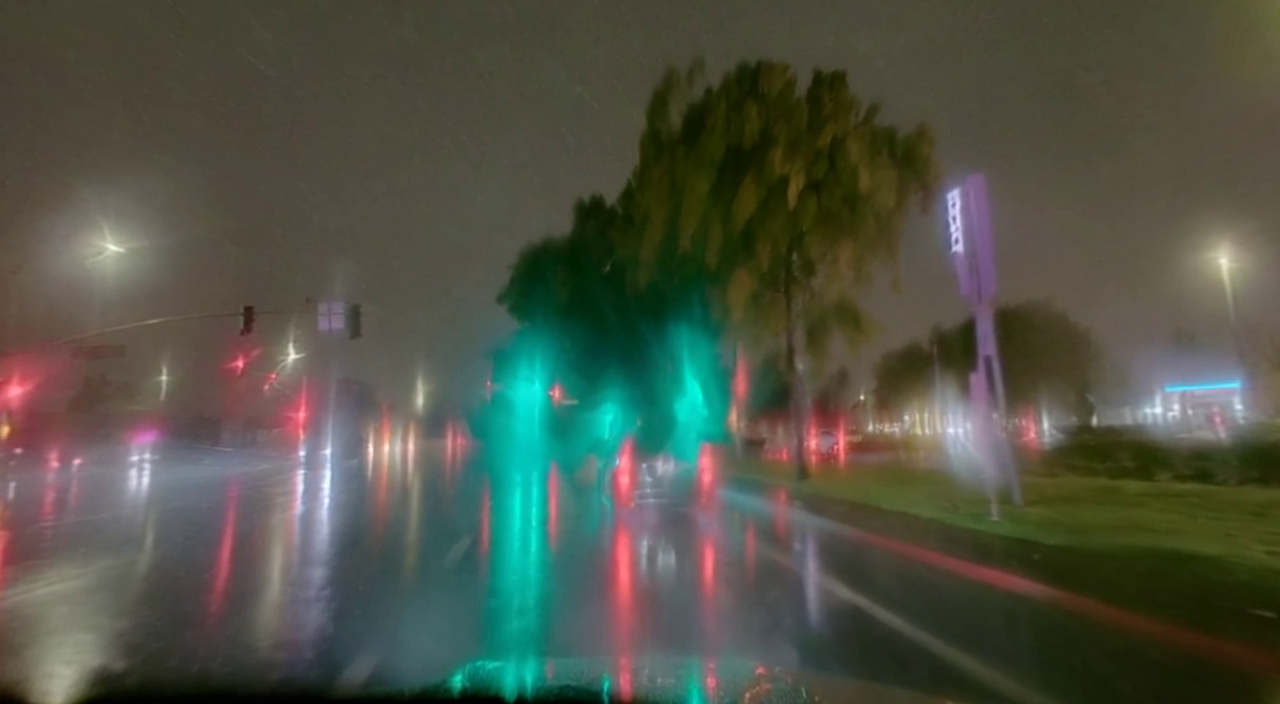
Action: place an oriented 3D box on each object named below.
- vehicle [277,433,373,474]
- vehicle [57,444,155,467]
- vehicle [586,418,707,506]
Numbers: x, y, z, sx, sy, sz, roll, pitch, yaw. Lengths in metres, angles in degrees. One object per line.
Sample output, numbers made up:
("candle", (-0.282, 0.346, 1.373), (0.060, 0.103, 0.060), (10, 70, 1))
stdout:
("vehicle", (-12.193, 3.947, 24.817), (1.924, 1.458, 4.448), (1, -8, -6))
("vehicle", (-36.697, 7.083, 43.509), (4.692, 1.476, 1.992), (1, -8, -7))
("vehicle", (-0.039, 2.444, 14.461), (2.230, 1.683, 4.204), (1, -8, -7))
